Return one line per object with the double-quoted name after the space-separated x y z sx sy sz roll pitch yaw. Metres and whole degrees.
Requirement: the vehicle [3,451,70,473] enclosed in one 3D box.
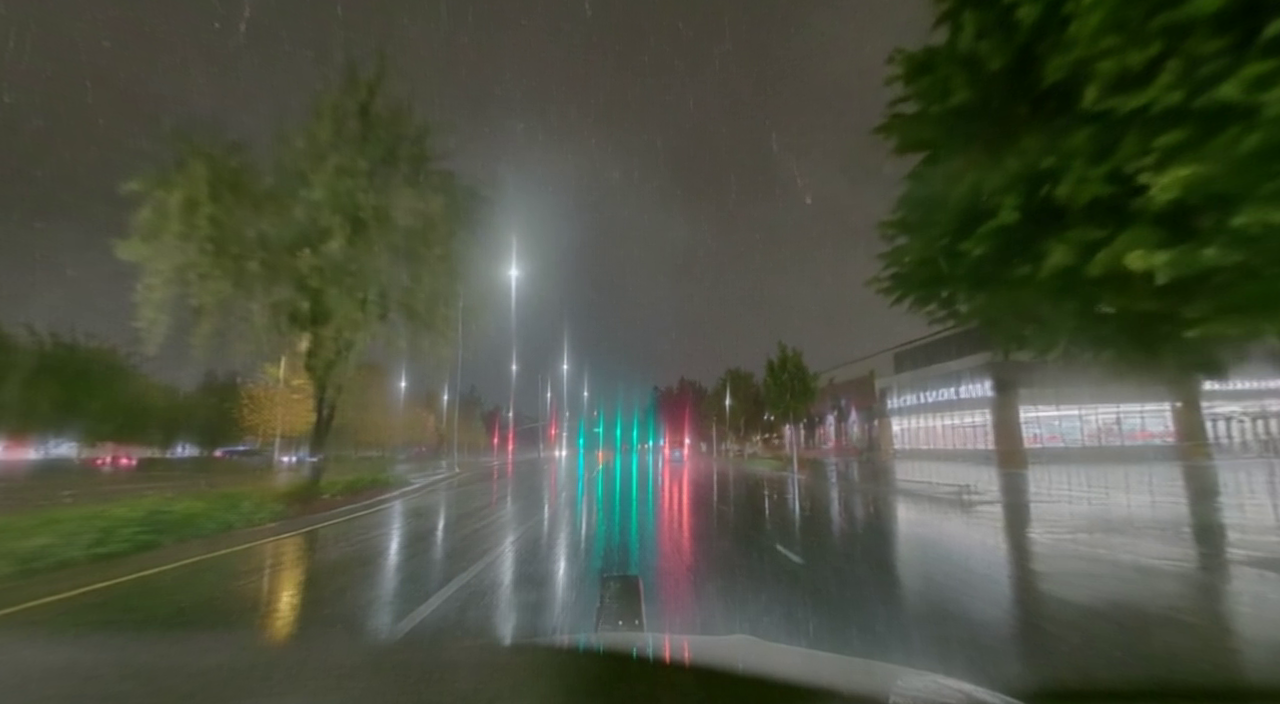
-46.546 8.504 48.580 3.456 1.431 1.643 -3 -8 0 "vehicle"
